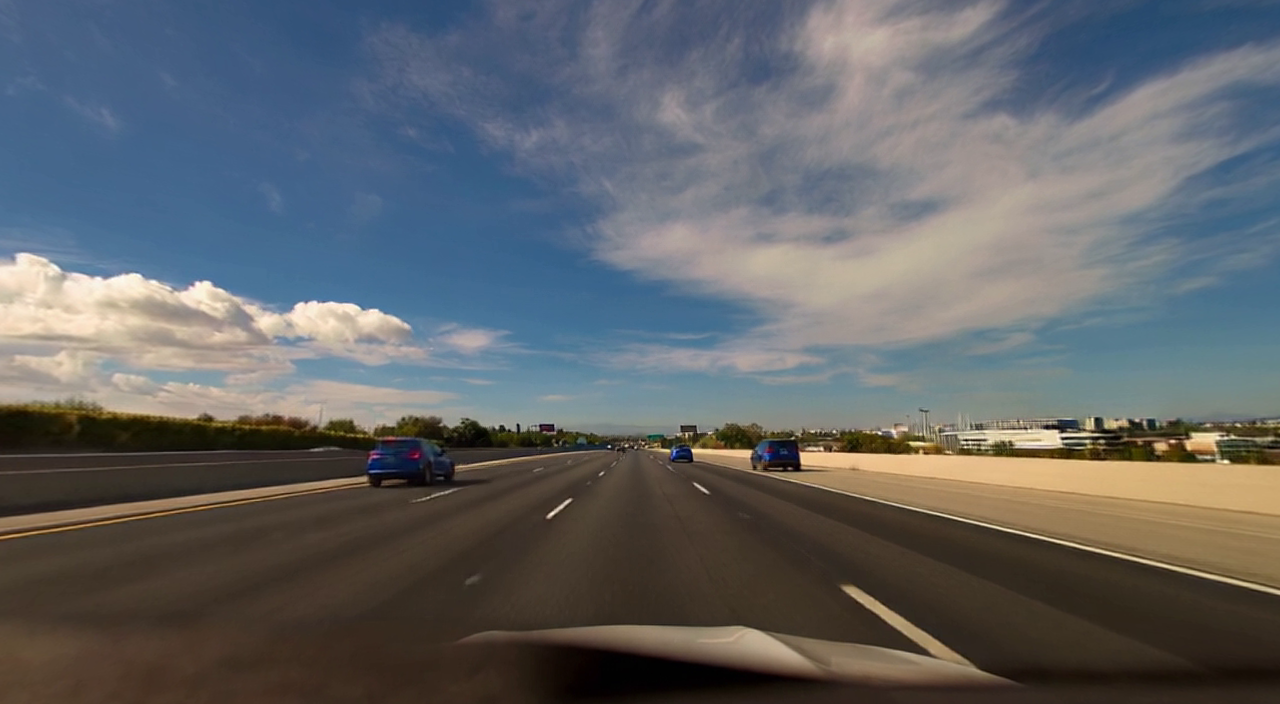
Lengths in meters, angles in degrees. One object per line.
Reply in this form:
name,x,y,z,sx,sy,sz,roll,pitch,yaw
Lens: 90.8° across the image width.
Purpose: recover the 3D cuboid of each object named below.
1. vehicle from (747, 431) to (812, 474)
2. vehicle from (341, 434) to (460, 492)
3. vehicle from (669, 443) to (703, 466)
vehicle,6.833,4.985,31.452,2.065,1.953,4.605,0,-8,-1
vehicle,-7.893,3.688,21.534,2.083,1.696,5.464,1,-8,-2
vehicle,3.183,7.165,44.499,2.000,1.533,3.770,0,-8,-1
